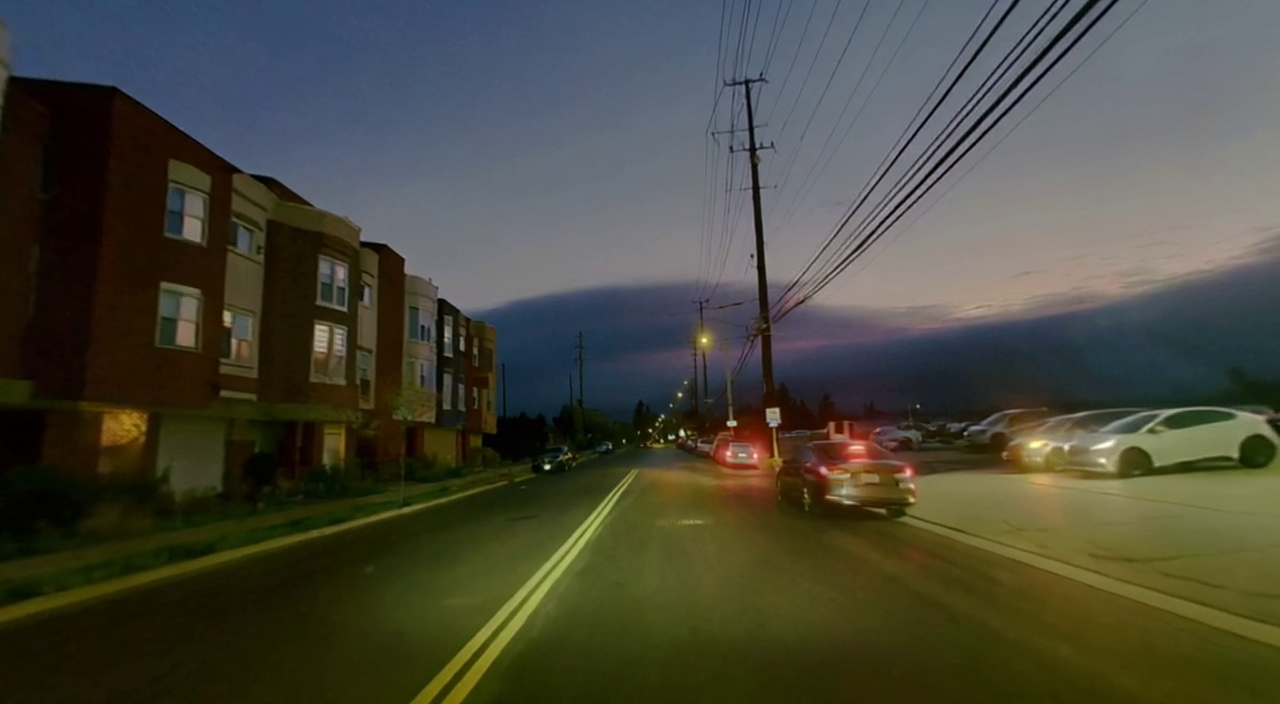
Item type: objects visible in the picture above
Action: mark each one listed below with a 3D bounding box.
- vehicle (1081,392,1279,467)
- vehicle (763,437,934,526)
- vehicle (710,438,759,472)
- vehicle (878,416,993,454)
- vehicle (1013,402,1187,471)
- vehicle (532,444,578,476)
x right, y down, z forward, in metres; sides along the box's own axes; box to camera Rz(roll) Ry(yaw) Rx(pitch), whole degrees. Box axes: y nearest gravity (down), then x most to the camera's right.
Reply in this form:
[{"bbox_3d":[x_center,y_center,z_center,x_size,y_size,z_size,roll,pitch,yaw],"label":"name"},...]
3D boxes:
[{"bbox_3d":[13.278,1.929,15.416,1.997,1.546,4.370,-1,-8,4],"label":"vehicle"},{"bbox_3d":[3.912,2.482,12.844,1.928,1.440,4.738,0,-8,1],"label":"vehicle"},{"bbox_3d":[4.682,5.173,31.821,1.914,1.591,3.892,0,-8,1],"label":"vehicle"},{"bbox_3d":[14.008,4.022,30.210,1.897,1.659,4.648,4,-9,-28],"label":"vehicle"},{"bbox_3d":[11.092,2.099,15.556,1.801,1.491,3.488,-1,-8,5],"label":"vehicle"},{"bbox_3d":[-4.833,6.181,36.433,1.913,1.672,4.267,-1,-8,2],"label":"vehicle"}]
